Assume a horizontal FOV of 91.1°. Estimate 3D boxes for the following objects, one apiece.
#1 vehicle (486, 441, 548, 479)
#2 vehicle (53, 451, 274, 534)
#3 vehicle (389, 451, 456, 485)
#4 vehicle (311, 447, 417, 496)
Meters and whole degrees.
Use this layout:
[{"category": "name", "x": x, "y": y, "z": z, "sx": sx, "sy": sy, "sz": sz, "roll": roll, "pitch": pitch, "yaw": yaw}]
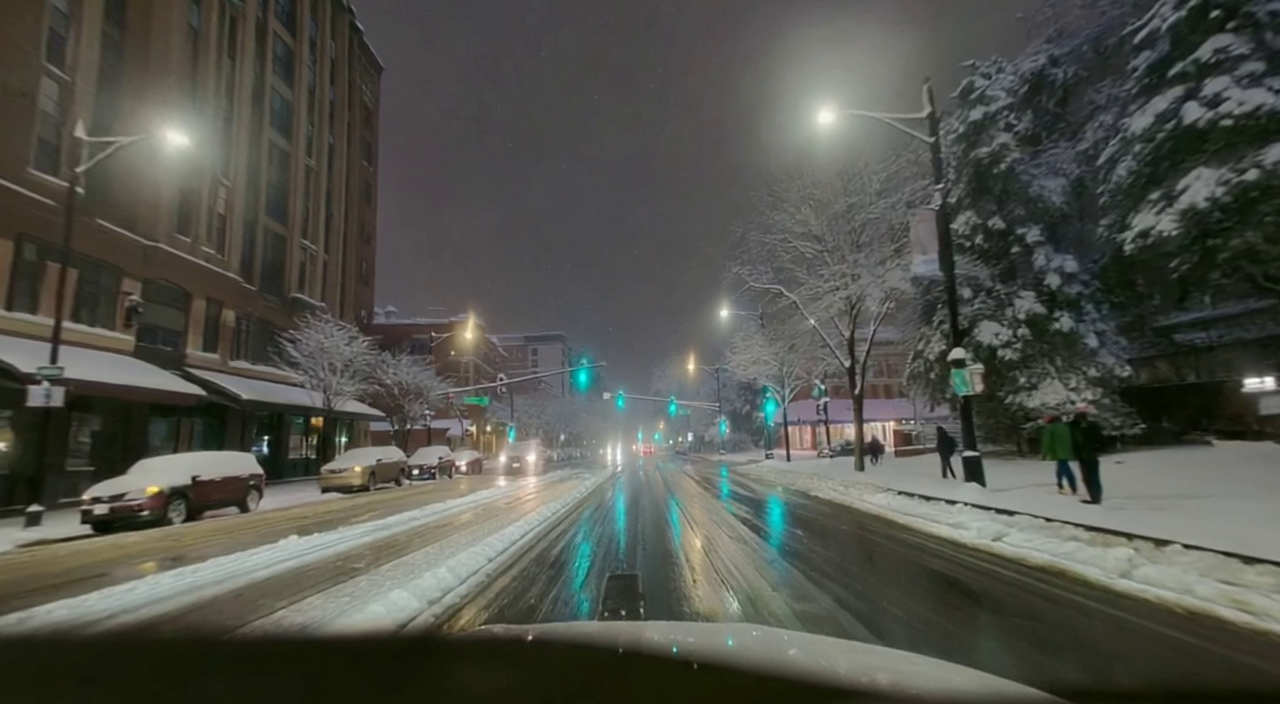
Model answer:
[{"category": "vehicle", "x": -6.001, "y": 5.307, "z": 31.180, "sx": 2.128, "sy": 1.704, "sz": 4.343, "roll": 0, "pitch": -8, "yaw": 1}, {"category": "vehicle", "x": -12.318, "y": 3.602, "z": 16.802, "sx": 2.075, "sy": 1.809, "sz": 4.804, "roll": 0, "pitch": -8, "yaw": 0}, {"category": "vehicle", "x": -11.960, "y": 6.365, "z": 34.843, "sx": 1.898, "sy": 1.724, "sz": 4.445, "roll": -1, "pitch": -8, "yaw": 4}, {"category": "vehicle", "x": -12.178, "y": 5.266, "z": 28.260, "sx": 2.126, "sy": 1.963, "sz": 5.547, "roll": 0, "pitch": -8, "yaw": 1}]
